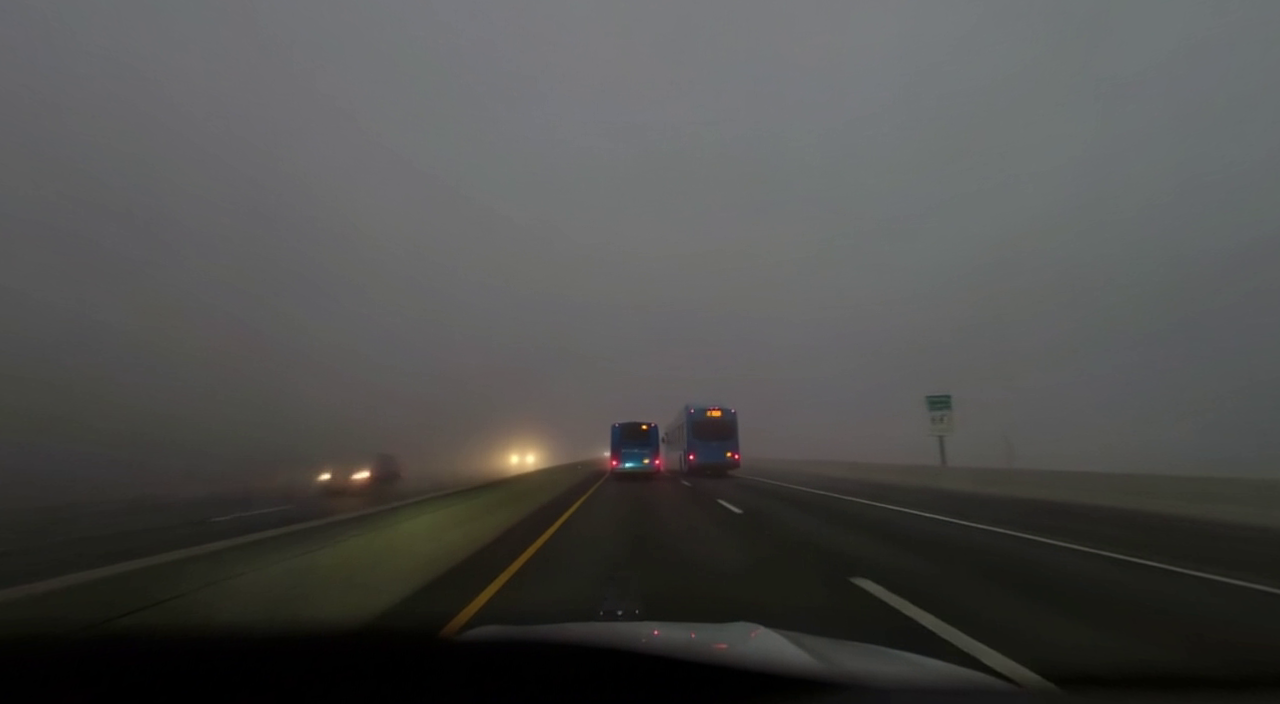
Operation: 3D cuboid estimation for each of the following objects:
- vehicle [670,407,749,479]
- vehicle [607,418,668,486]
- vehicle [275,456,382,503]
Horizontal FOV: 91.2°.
[{"bbox_3d":[3.862,5.638,38.532,3.074,3.668,12.805,0,-9,-1],"label":"vehicle"},{"bbox_3d":[-0.147,4.428,27.825,2.414,2.675,5.574,0,-9,-1],"label":"vehicle"},{"bbox_3d":[-11.785,4.829,24.088,1.900,1.541,4.333,0,-9,-1],"label":"vehicle"}]
